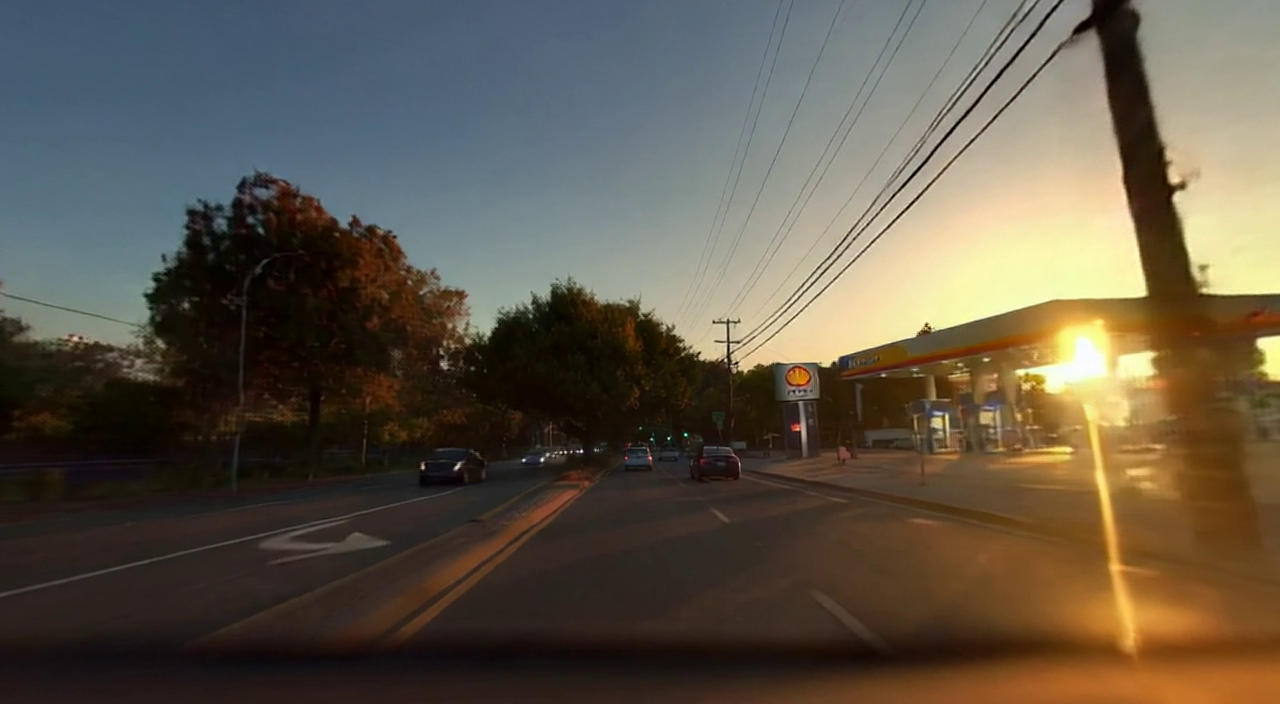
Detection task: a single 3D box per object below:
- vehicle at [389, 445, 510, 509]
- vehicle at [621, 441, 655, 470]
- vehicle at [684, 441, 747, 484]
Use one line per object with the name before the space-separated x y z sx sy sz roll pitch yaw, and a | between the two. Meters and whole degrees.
vehicle | -5.007 3.327 17.365 2.032 1.487 4.413 0 -8 -1
vehicle | -0.165 7.010 43.070 2.163 1.825 4.073 0 -8 -1
vehicle | 3.001 4.523 26.130 1.990 1.592 4.294 0 -8 -1
